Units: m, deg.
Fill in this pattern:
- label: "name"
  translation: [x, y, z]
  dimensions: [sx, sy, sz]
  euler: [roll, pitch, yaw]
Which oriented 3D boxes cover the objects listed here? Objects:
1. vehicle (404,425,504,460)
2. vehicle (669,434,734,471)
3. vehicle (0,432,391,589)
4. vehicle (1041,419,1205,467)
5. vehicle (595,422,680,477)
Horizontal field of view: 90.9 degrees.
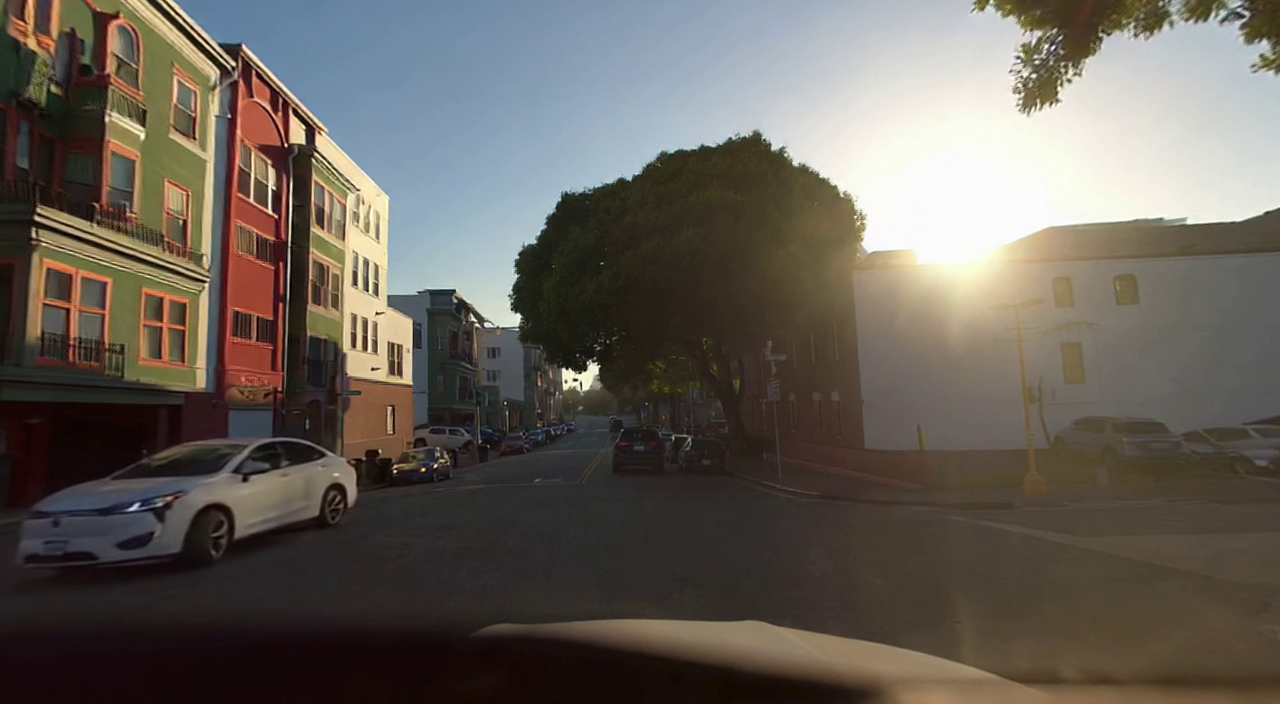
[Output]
- label: "vehicle"
  translation: [-11.445, 5.586, 38.874]
  dimensions: [5.540, 1.950, 2.113]
  euler: [4, -12, -28]
- label: "vehicle"
  translation: [2.509, 4.286, 26.994]
  dimensions: [2.290, 1.456, 4.503]
  euler: [0, -8, -1]
- label: "vehicle"
  translation: [-5.434, 1.890, 8.591]
  dimensions: [2.226, 1.465, 5.034]
  euler: [0, -8, -3]
- label: "vehicle"
  translation: [15.335, 2.914, 20.152]
  dimensions: [3.752, 1.453, 1.709]
  euler: [0, -9, 2]
- label: "vehicle"
  translation: [-0.238, 3.633, 23.704]
  dimensions: [2.412, 1.834, 4.636]
  euler: [1, -9, -10]
